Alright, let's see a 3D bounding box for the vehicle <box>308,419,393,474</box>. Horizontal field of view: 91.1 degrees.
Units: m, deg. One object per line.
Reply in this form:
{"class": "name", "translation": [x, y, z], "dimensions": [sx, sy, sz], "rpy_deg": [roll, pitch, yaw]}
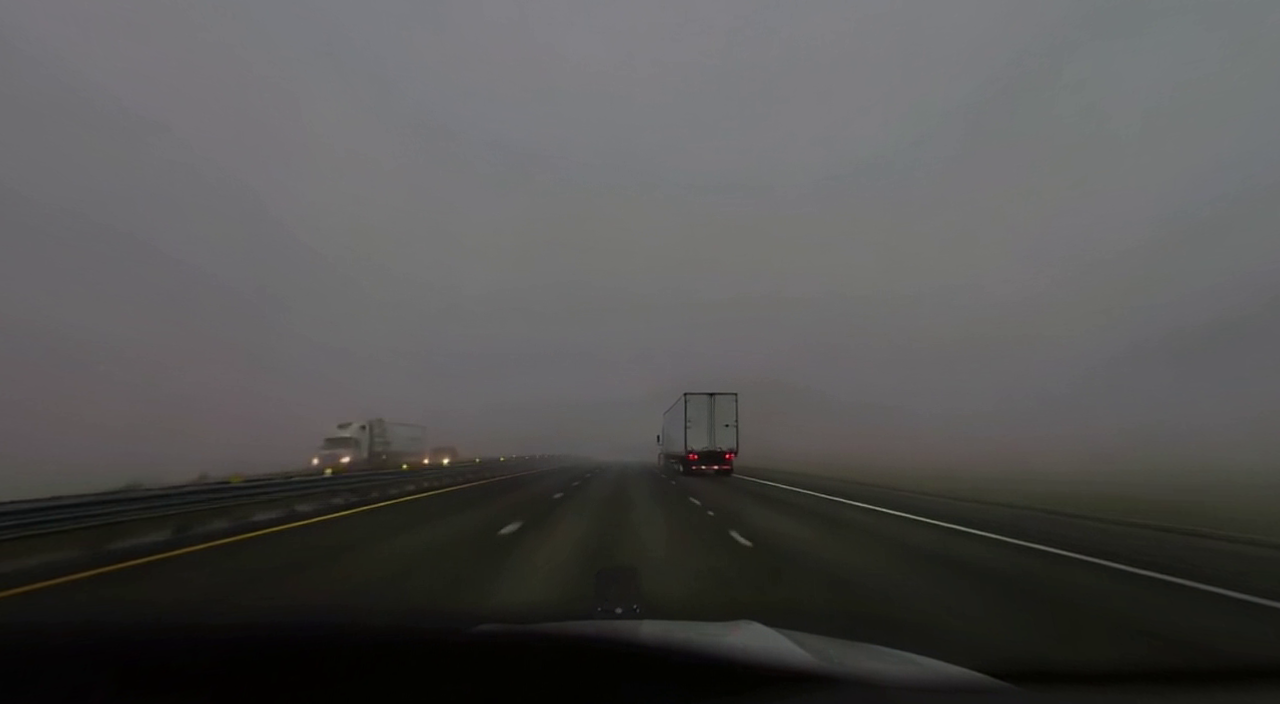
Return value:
{"class": "vehicle", "translation": [-21.970, 7.300, 48.326], "dimensions": [2.941, 3.857, 7.508], "rpy_deg": [-1, -9, -1]}

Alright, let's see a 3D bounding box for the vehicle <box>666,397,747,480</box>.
{"class": "vehicle", "translation": [3.464, 5.182, 37.045], "dimensions": [3.037, 3.999, 13.133], "rpy_deg": [0, -9, -1]}
